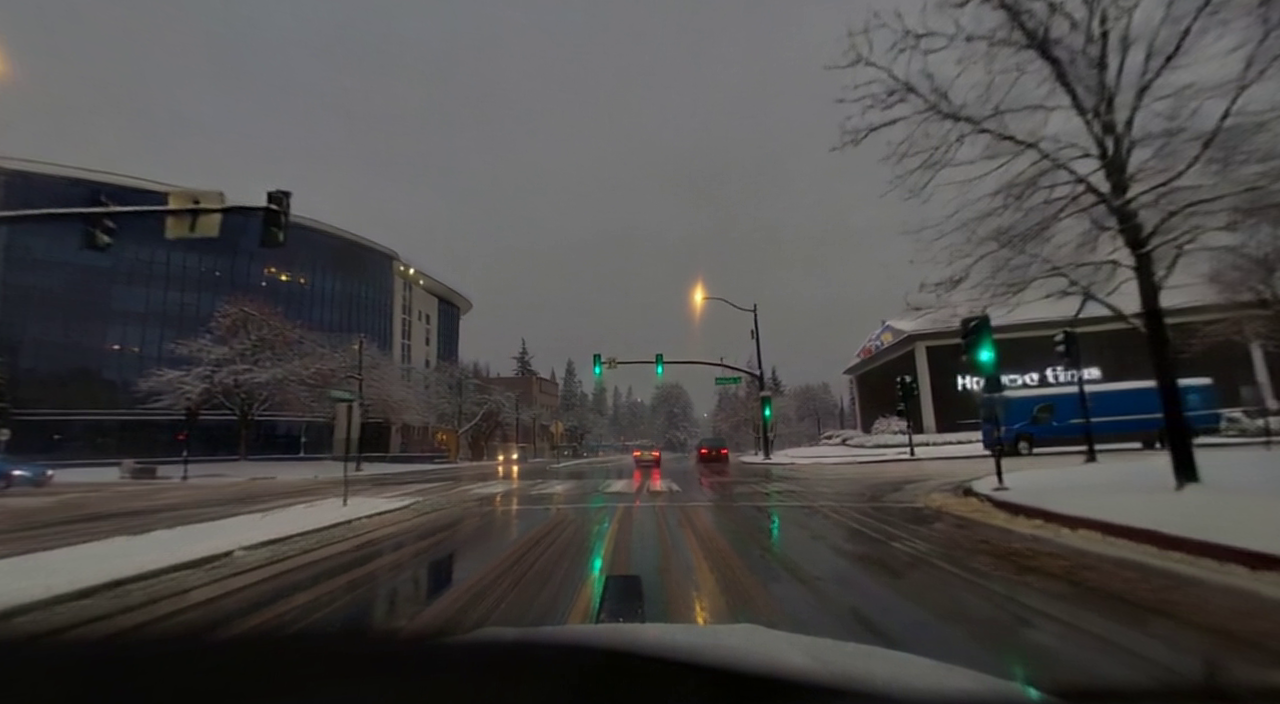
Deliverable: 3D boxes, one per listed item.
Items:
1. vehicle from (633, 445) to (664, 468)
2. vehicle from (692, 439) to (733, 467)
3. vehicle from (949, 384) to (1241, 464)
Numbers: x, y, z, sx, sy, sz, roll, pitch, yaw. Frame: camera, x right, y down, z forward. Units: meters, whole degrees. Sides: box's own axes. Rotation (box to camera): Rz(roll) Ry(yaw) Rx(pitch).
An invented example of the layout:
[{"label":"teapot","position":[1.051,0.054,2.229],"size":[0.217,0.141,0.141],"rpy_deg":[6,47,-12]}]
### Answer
[{"label":"vehicle","position":[0.647,7.435,45.030],"size":[2.014,1.525,4.197],"rpy_deg":[0,-9,3]},{"label":"vehicle","position":[4.796,6.756,42.371],"size":[2.174,1.749,4.739],"rpy_deg":[0,-9,-1]},{"label":"vehicle","position":[21.139,3.459,29.982],"size":[10.893,3.534,3.195],"rpy_deg":[-1,-9,5]}]
